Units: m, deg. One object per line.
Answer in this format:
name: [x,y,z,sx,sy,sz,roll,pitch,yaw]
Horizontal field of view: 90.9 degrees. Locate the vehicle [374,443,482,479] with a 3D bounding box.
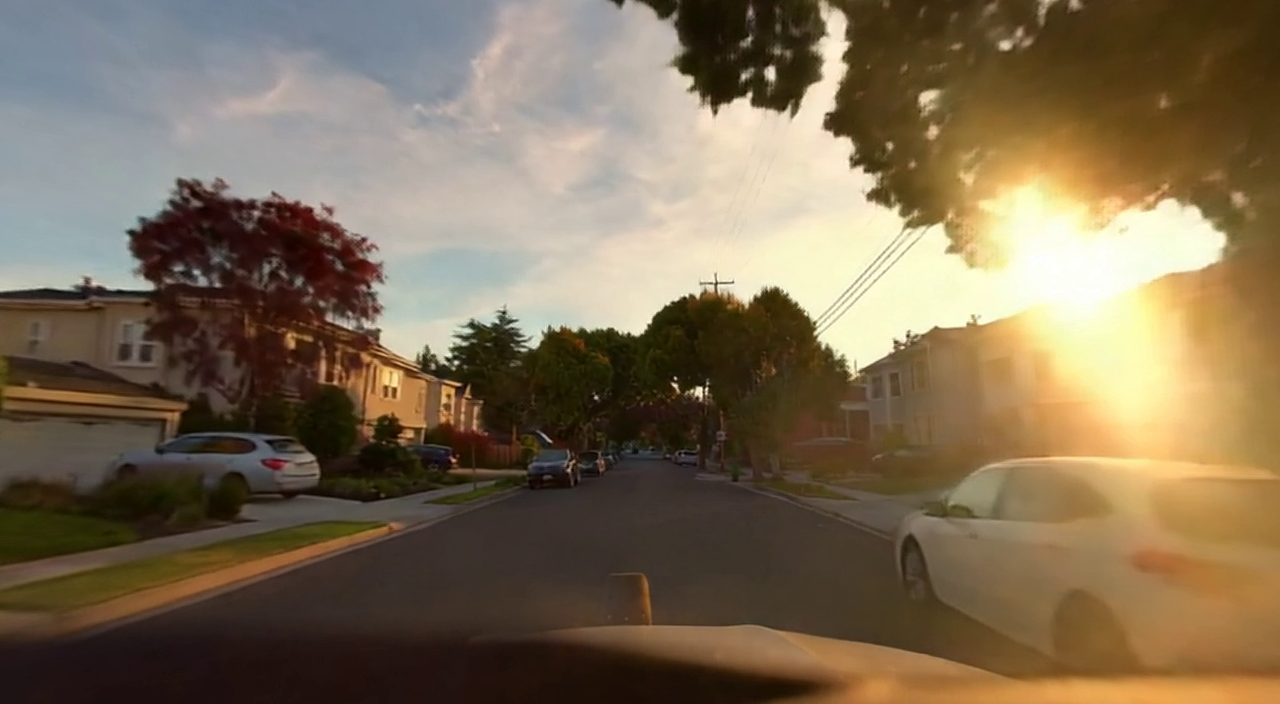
vehicle: [-10.101,5.208,30.271,4.414,1.658,1.988,0,-9,0]

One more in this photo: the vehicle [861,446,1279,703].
vehicle: [3.372,1.411,4.583,1.996,1.409,4.446,0,-9,1]

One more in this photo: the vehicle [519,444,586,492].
vehicle: [-3.306,4.506,24.607,1.974,1.664,4.539,0,-10,0]

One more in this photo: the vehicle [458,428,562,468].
vehicle: [-9.280,6.952,45.659,6.780,2.770,2.970,0,-9,2]

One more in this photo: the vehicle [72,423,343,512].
vehicle: [-9.230,2.465,13.727,4.480,1.740,1.988,-1,-9,5]
